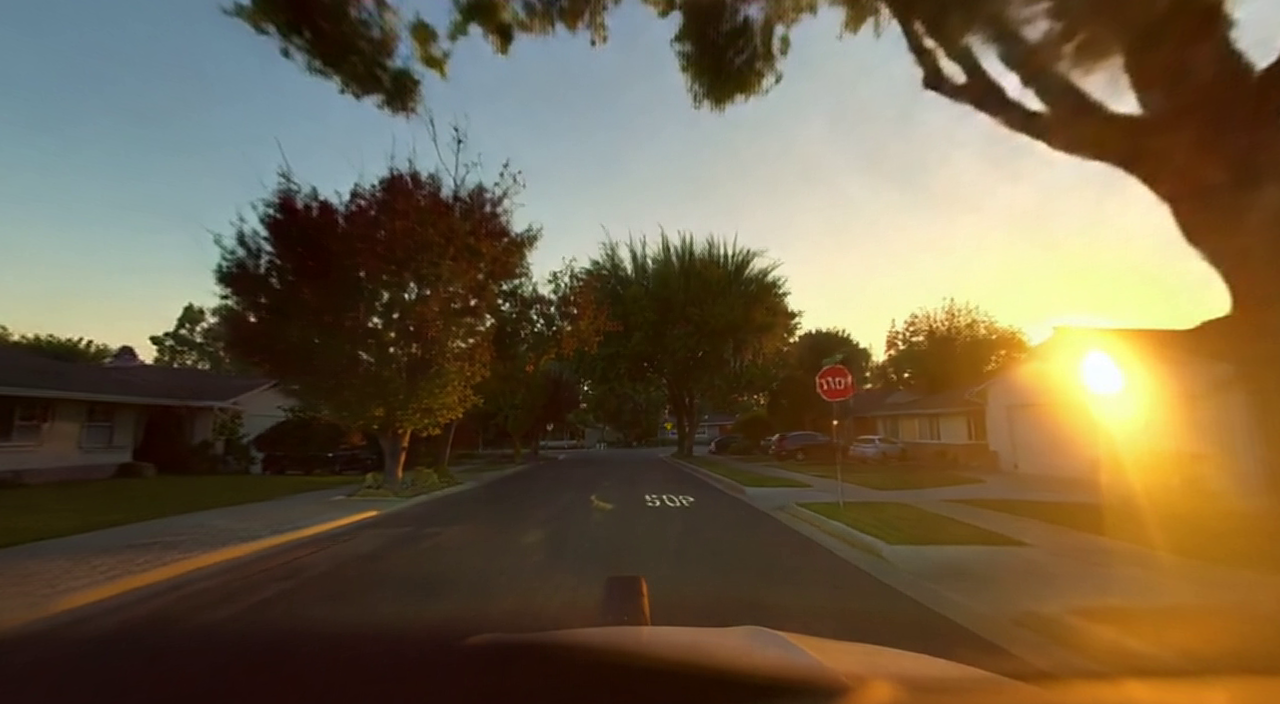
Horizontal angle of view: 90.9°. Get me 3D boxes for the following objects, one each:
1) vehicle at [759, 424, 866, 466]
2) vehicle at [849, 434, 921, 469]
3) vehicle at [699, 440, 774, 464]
[{"bbox_3d":[9.650,5.203,35.576,5.239,1.933,2.131,-4,-6,-3],"label":"vehicle"},{"bbox_3d":[11.546,4.619,29.501,2.004,1.511,4.494,-6,-10,35],"label":"vehicle"},{"bbox_3d":[5.816,6.080,38.315,4.229,1.402,1.811,0,-8,0],"label":"vehicle"}]
